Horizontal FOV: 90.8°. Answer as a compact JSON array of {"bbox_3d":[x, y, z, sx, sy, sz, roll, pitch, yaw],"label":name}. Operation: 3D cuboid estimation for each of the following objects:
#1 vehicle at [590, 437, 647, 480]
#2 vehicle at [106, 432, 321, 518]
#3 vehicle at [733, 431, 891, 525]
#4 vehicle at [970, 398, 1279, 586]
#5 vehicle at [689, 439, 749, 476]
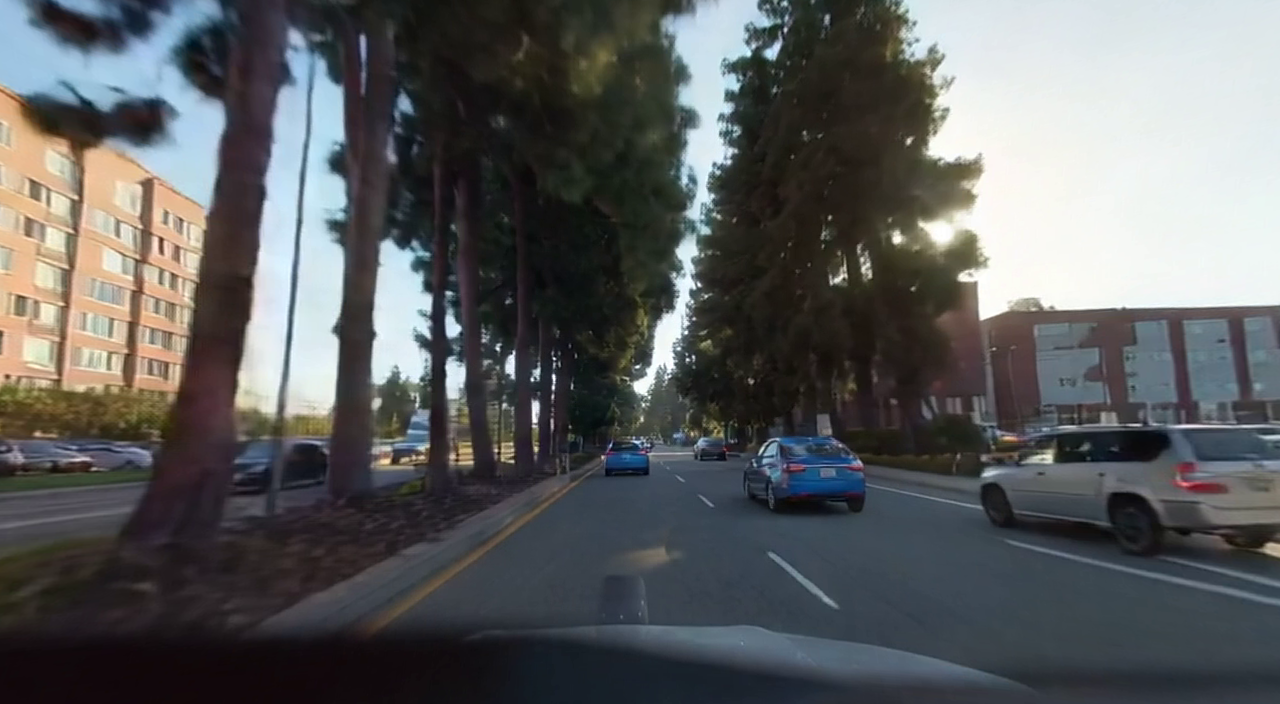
[{"bbox_3d":[-0.763,4.041,24.156,1.994,1.479,3.647,0,-9,0],"label":"vehicle"},{"bbox_3d":[-9.197,2.658,14.190,1.953,1.612,4.204,0,-9,-2],"label":"vehicle"},{"bbox_3d":[3.072,2.323,12.187,1.852,1.498,3.825,0,-9,-2],"label":"vehicle"},{"bbox_3d":[7.144,1.729,8.681,2.224,1.772,5.325,0,-9,-1],"label":"vehicle"},{"bbox_3d":[3.285,4.484,27.065,1.908,1.453,4.230,0,-9,-1],"label":"vehicle"}]
